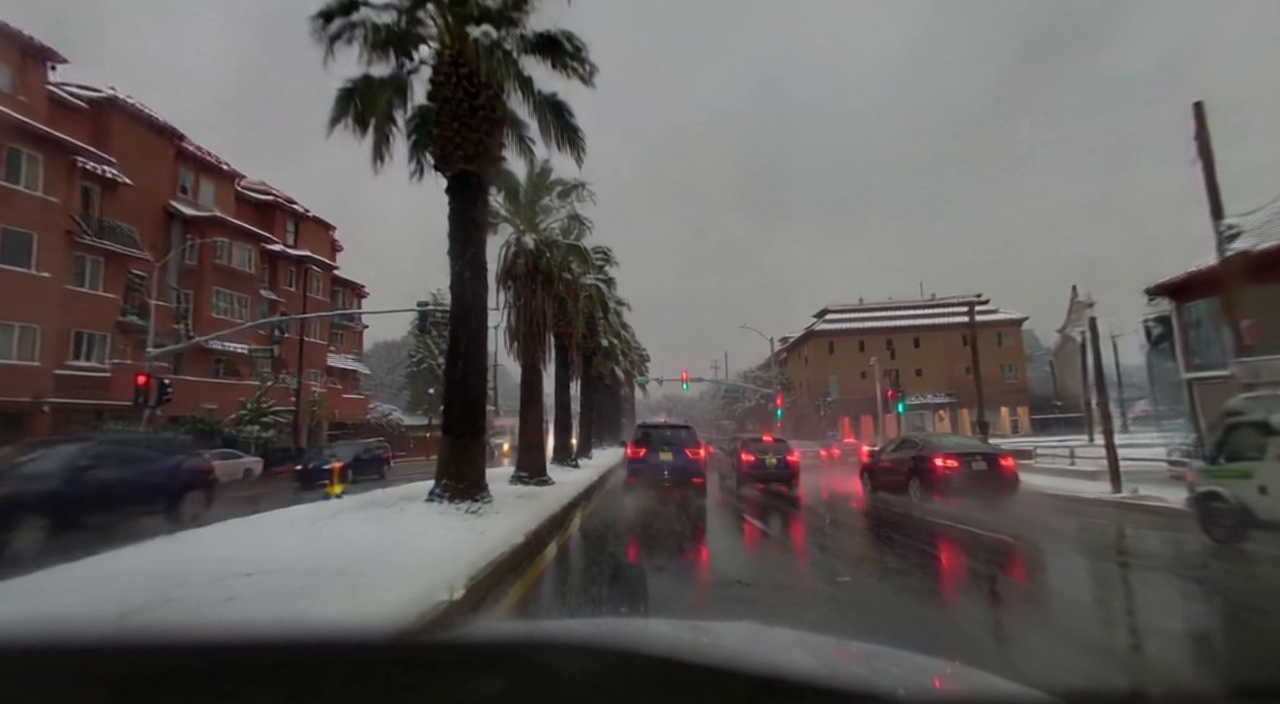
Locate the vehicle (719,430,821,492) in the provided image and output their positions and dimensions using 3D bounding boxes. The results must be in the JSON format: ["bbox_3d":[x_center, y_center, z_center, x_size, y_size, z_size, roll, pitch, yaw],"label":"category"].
[{"bbox_3d":[3.989,3.453,20.363,2.283,1.738,4.916,0,-9,0],"label":"vehicle"}]

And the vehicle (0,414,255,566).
[{"bbox_3d":[-8.317,1.918,9.443,2.050,1.725,4.677,0,-9,1],"label":"vehicle"}]

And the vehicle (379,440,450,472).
[{"bbox_3d":[-11.374,5.288,32.139,2.011,1.520,3.902,-1,-9,3],"label":"vehicle"}]

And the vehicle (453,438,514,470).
[{"bbox_3d":[-8.065,5.301,32.900,1.937,1.530,4.107,-1,-9,3],"label":"vehicle"}]

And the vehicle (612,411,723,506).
[{"bbox_3d":[0.634,2.807,16.919,2.487,2.115,5.444,0,-9,1],"label":"vehicle"}]

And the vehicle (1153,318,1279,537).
[{"bbox_3d":[10.296,0.961,8.022,2.663,3.061,5.602,-2,-4,-1],"label":"vehicle"}]

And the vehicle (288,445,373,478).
[{"bbox_3d":[-15.103,5.361,31.097,1.858,1.465,4.368,-1,-9,2],"label":"vehicle"}]

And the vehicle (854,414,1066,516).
[{"bbox_3d":[7.189,2.625,15.079,2.215,1.973,5.323,0,-9,0],"label":"vehicle"}]
